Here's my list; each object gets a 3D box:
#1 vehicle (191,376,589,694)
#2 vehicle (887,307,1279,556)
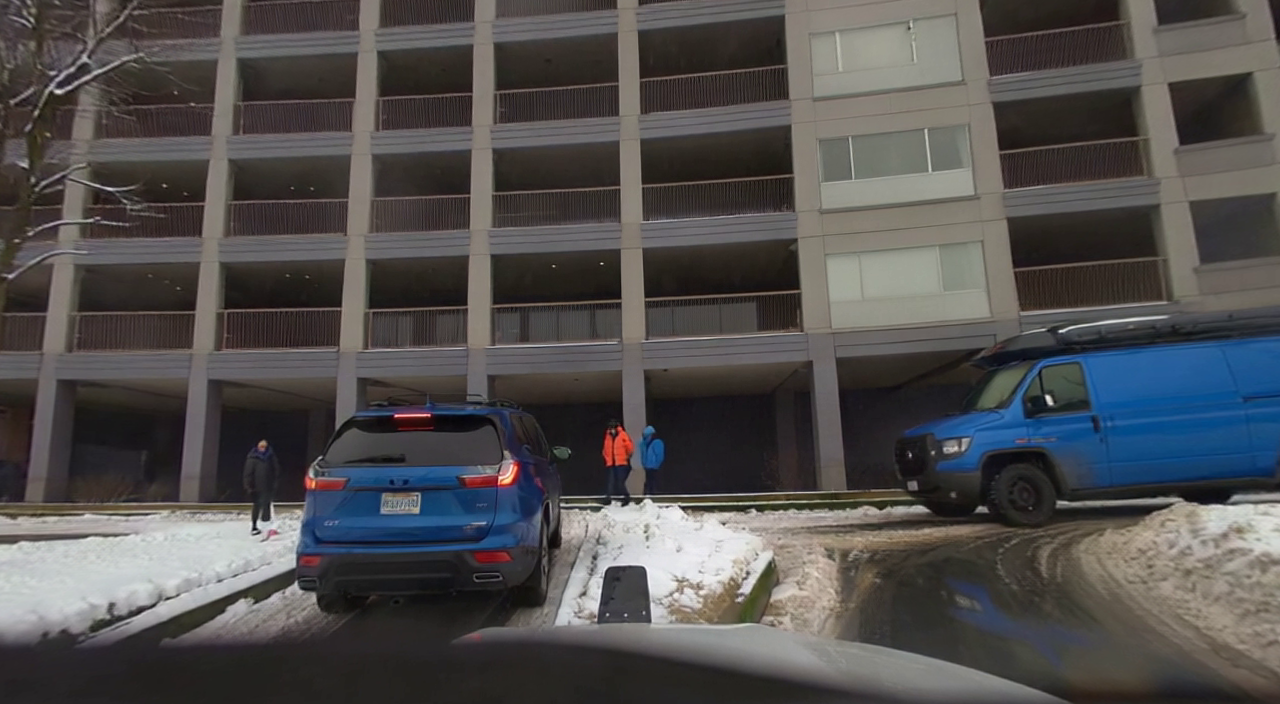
[{"bbox_3d":[-1.651,1.318,5.708,2.144,1.733,4.115,1,-9,-8],"label":"vehicle"},{"bbox_3d":[7.248,1.022,8.217,6.932,2.753,2.446,0,-8,1],"label":"vehicle"}]
